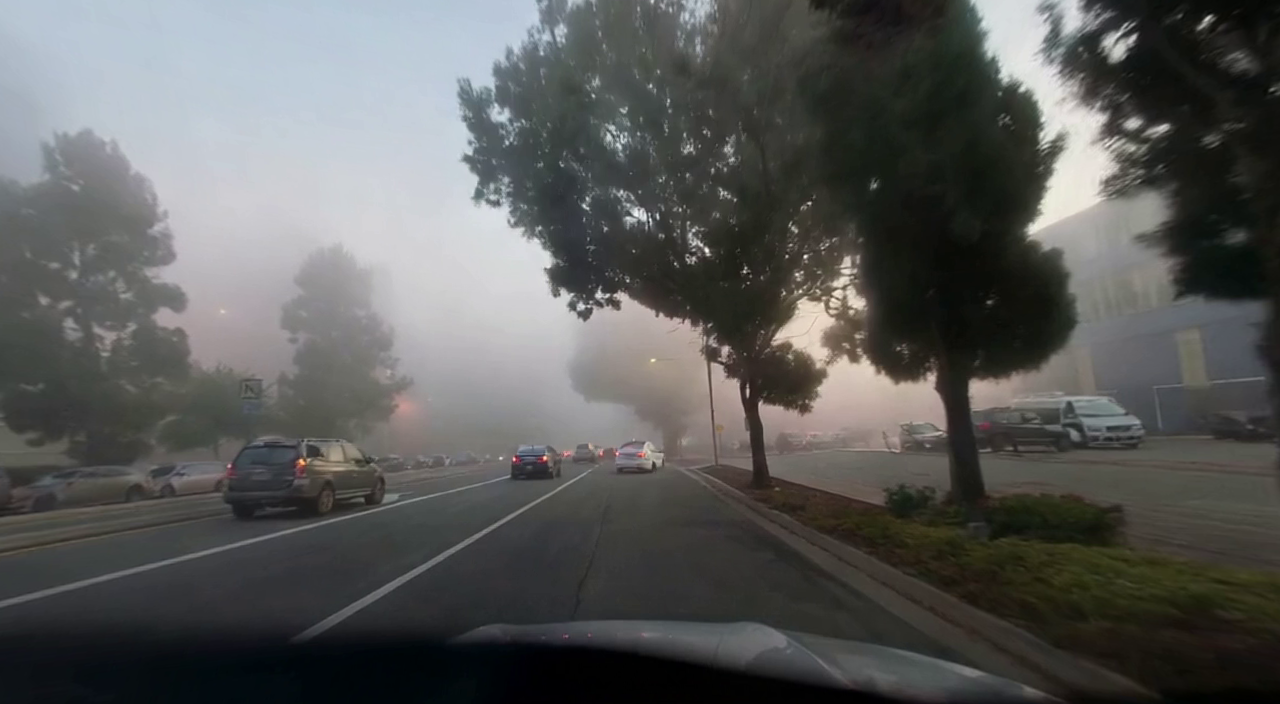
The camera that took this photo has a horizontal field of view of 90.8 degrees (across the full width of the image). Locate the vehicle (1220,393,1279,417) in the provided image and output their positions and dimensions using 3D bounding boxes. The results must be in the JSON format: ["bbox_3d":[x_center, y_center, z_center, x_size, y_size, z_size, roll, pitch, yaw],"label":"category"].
[{"bbox_3d":[48.520,4.154,49.260,1.786,1.645,4.272,3,-10,-25],"label":"vehicle"}]

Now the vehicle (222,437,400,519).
[{"bbox_3d":[-7.880,3.025,15.770,2.054,1.744,4.422,0,-8,0],"label":"vehicle"}]

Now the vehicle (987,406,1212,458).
[{"bbox_3d":[13.544,2.422,18.915,4.959,1.455,2.203,0,-9,1],"label":"vehicle"}]

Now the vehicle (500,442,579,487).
[{"bbox_3d":[-3.657,4.191,23.901,2.235,1.500,4.420,0,-8,0],"label":"vehicle"}]

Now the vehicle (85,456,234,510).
[{"bbox_3d":[-17.111,4.639,22.837,1.874,1.626,4.447,0,-8,-1],"label":"vehicle"}]

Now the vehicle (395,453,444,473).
[{"bbox_3d":[-17.090,8.586,49.188,1.981,1.431,4.862,0,-8,1],"label":"vehicle"}]

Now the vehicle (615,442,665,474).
[{"bbox_3d":[0.097,5.383,32.370,2.208,1.513,4.504,-1,-8,5],"label":"vehicle"}]
